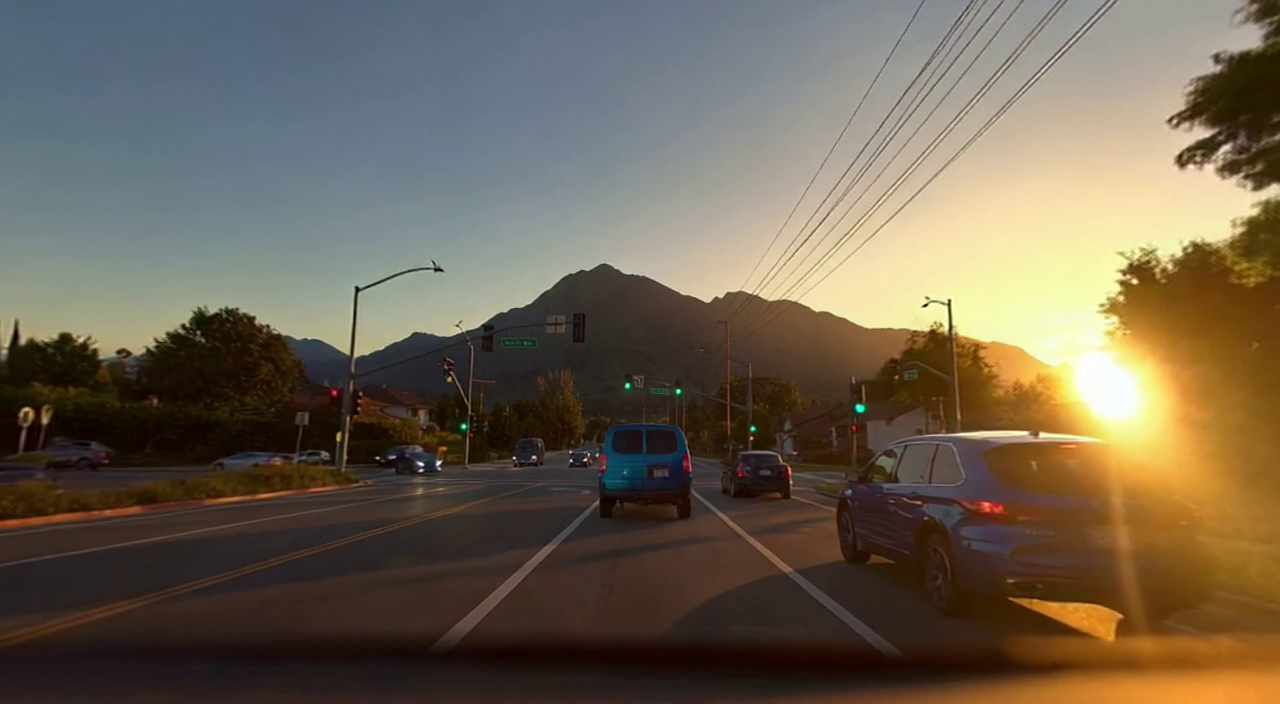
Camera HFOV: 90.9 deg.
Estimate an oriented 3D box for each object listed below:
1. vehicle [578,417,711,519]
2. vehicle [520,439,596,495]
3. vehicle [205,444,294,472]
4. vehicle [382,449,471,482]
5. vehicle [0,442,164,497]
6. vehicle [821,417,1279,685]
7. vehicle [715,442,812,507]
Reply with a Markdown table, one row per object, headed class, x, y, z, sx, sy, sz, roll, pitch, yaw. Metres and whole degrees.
| class | x | y | z | sx | sy | sz | roll | pitch | yaw |
| --- | --- | --- | --- | --- | --- | --- | --- | --- | --- |
| vehicle | 0.100 | 2.698 | 15.158 | 2.636 | 2.011 | 5.130 | 0 | -8 | 0 |
| vehicle | -2.790 | 4.034 | 22.539 | 2.059 | 1.749 | 4.458 | 0 | -8 | 1 |
| vehicle | -25.192 | 6.815 | 40.717 | 4.428 | 1.738 | 1.886 | 0 | -8 | 0 |
| vehicle | -11.088 | 5.804 | 32.576 | 4.644 | 1.533 | 2.005 | -6 | -11 | 36 |
| vehicle | -20.423 | 4.277 | 23.407 | 1.996 | 1.809 | 4.699 | 1 | -8 | -5 |
| vehicle | 3.591 | 1.600 | 6.374 | 2.155 | 1.658 | 4.721 | 0 | -8 | 1 |
| vehicle | 3.476 | 3.512 | 18.581 | 1.957 | 1.646 | 4.355 | 0 | -8 | 0 |
